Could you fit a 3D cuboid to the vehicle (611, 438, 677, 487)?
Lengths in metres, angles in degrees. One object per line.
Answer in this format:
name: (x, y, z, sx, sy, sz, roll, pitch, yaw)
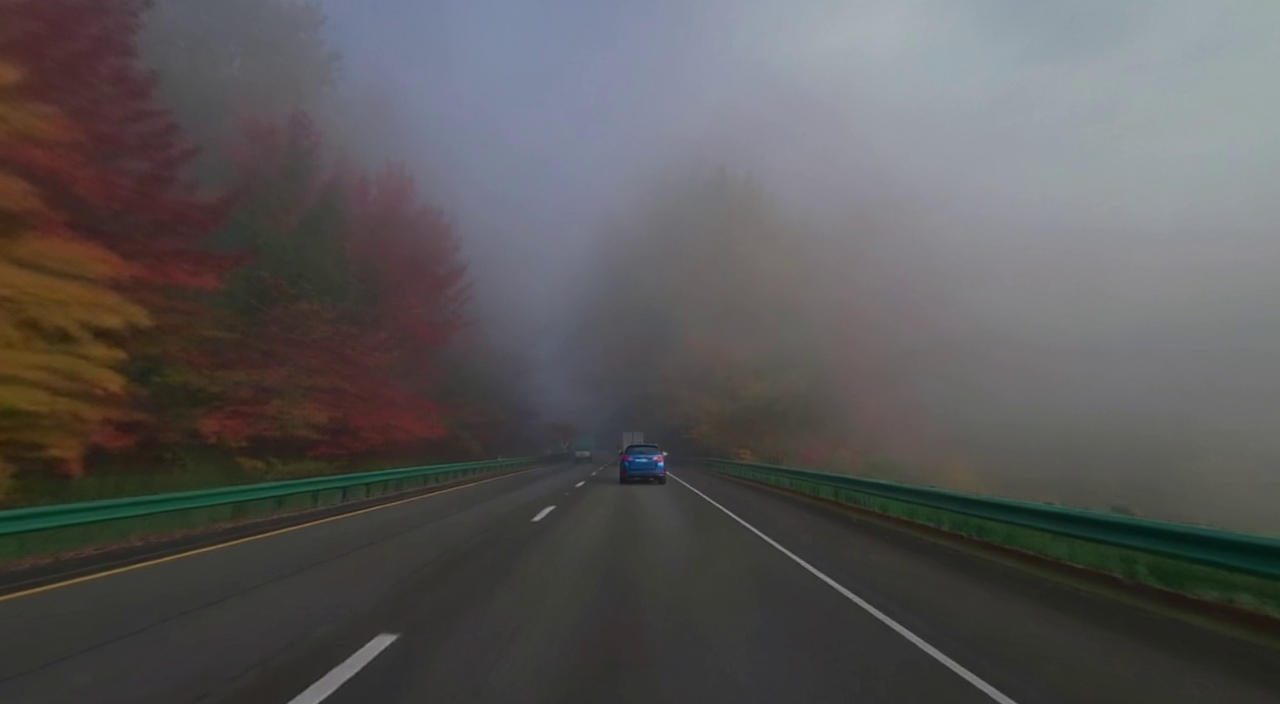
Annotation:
vehicle: (0.080, 3.775, 21.872, 2.057, 1.516, 4.065, 0, -8, -1)
